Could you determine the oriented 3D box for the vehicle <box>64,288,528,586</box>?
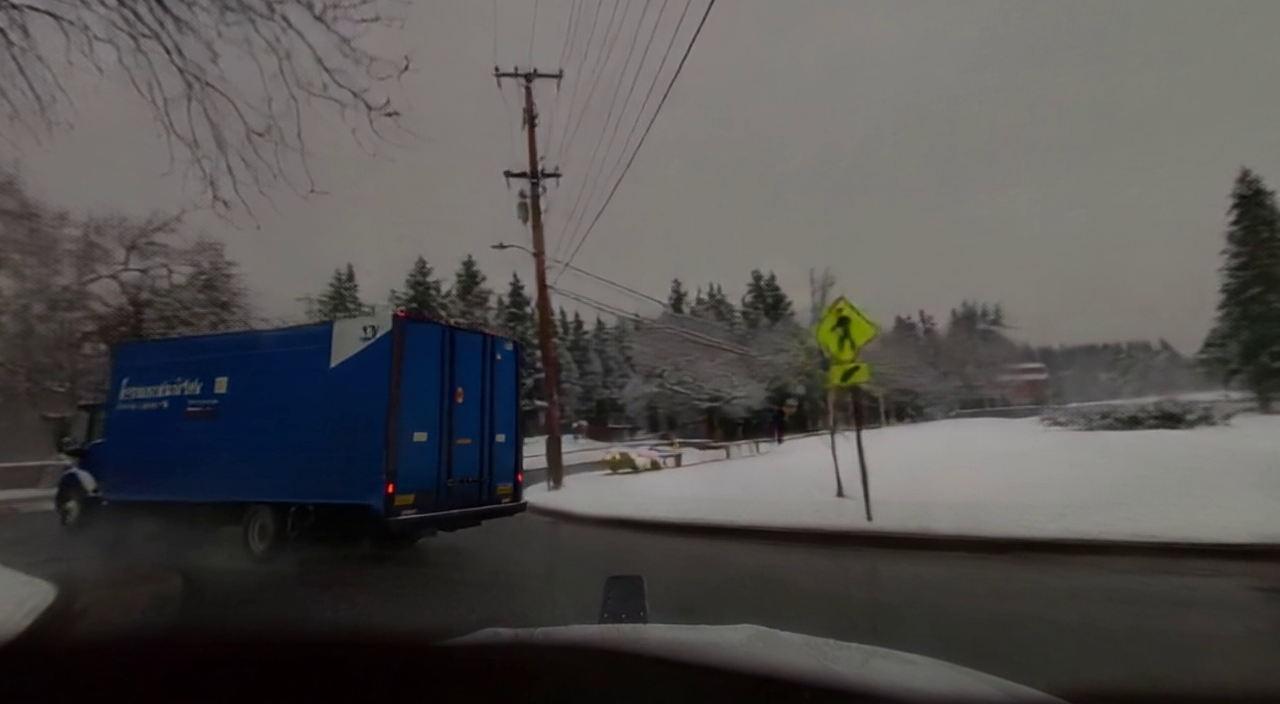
[{"bbox_3d":[-6.499,1.458,10.959,9.680,3.326,2.838,-6,-10,34],"label":"vehicle"}]
